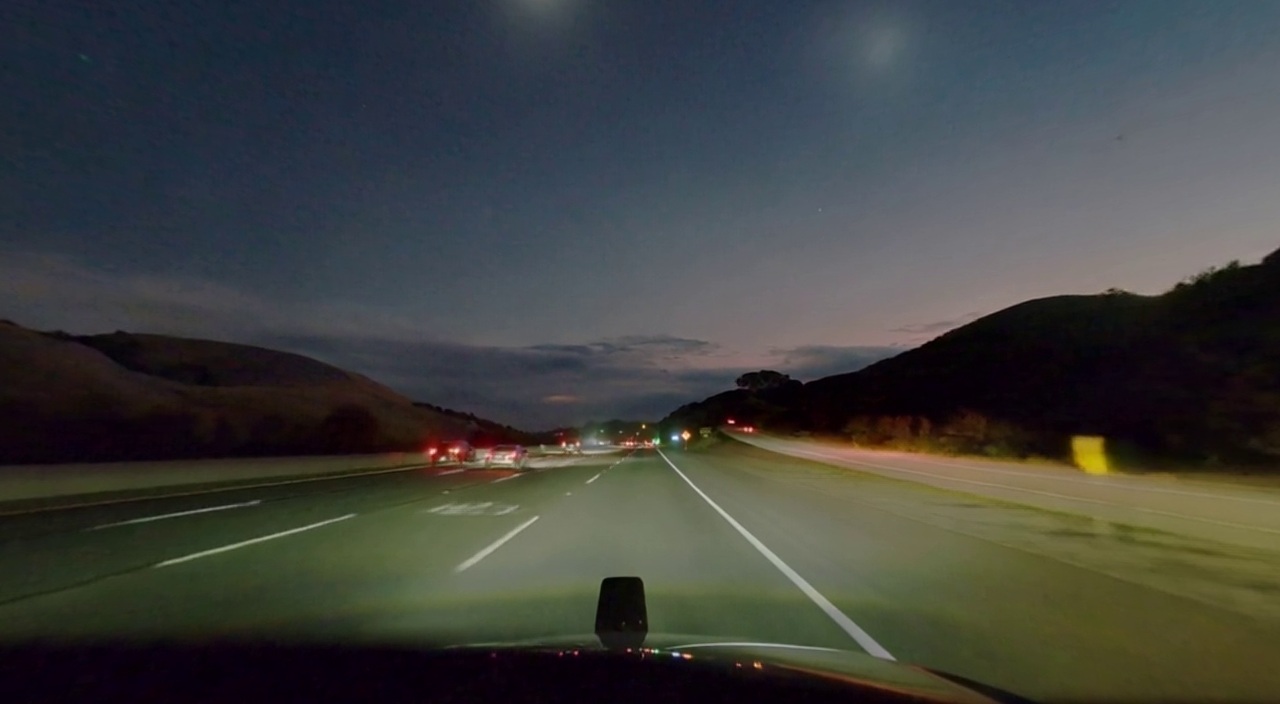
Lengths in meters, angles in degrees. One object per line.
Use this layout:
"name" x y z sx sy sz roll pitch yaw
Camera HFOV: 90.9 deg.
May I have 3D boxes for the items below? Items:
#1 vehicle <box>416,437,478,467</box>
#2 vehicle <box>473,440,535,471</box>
"vehicle" -11.271 5.857 37.155 2.020 1.645 4.629 0 -9 2
"vehicle" -7.000 5.366 32.988 2.107 1.484 4.449 0 -9 2
